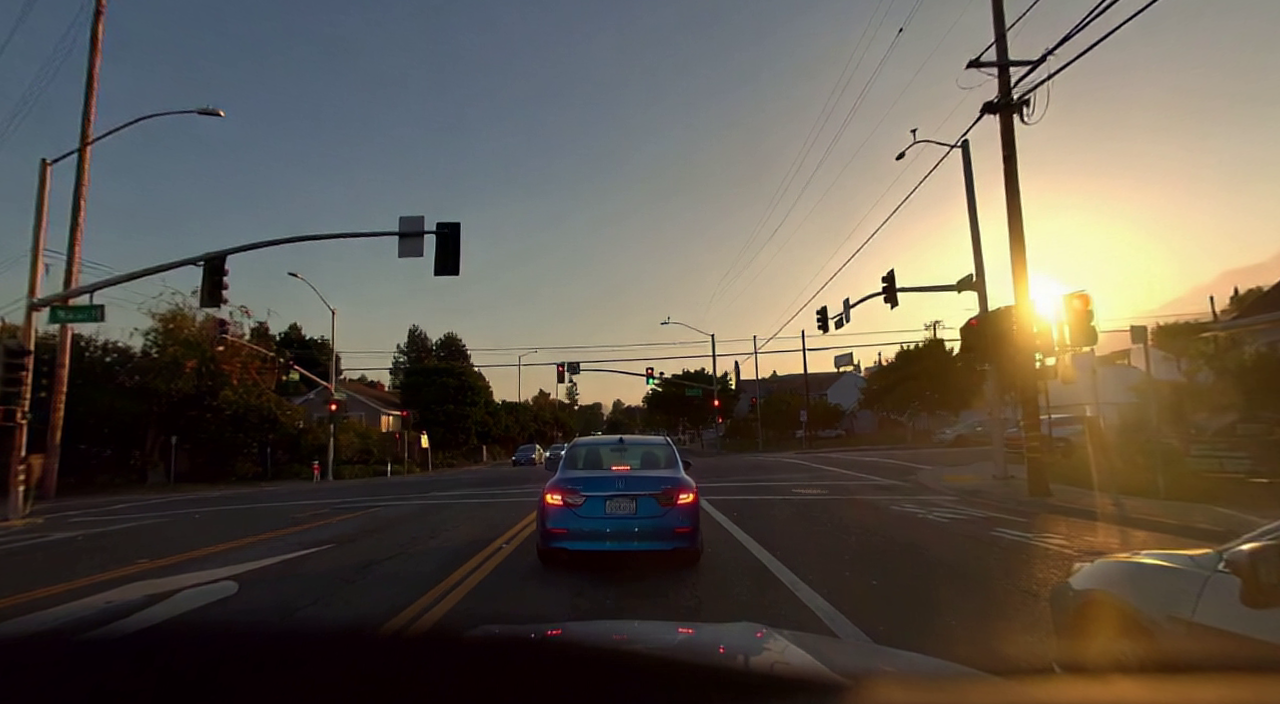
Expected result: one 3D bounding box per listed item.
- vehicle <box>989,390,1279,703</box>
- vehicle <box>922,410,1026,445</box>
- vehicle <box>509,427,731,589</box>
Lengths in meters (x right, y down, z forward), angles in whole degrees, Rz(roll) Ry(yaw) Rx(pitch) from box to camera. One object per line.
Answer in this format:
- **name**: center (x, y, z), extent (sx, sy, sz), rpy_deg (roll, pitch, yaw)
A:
- **vehicle**: center (2.929, 0.834, 1.702), extent (1.860, 1.494, 3.707), rpy_deg (0, -9, 1)
- **vehicle**: center (17.842, 4.072, 33.899), extent (4.431, 1.555, 1.886), rpy_deg (-4, -9, 2)
- **vehicle**: center (-0.222, 1.768, 8.040), extent (2.061, 1.485, 4.196), rpy_deg (0, -9, -1)
